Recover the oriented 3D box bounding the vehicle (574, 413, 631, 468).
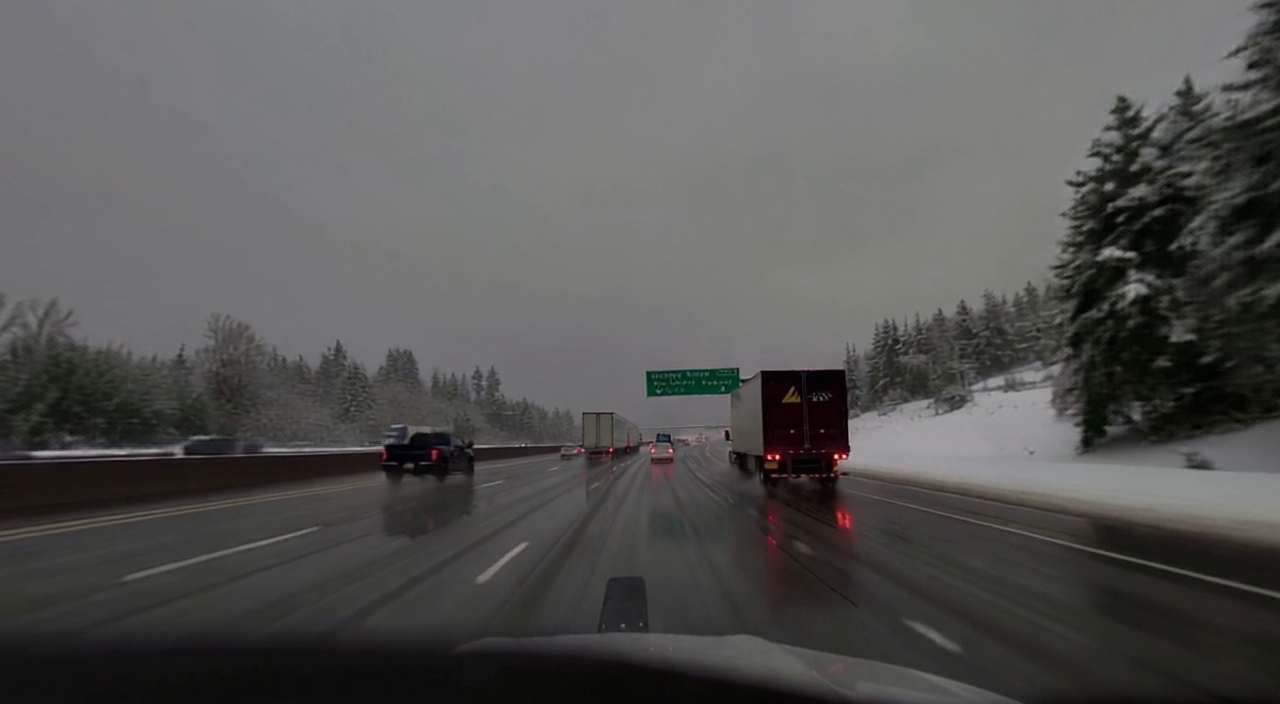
[{"bbox_3d":[-2.235,5.660,40.064,2.745,3.156,7.608,-1,-9,3],"label":"vehicle"}]

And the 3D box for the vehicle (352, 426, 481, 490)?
[{"bbox_3d":[-7.155,3.484,20.977,2.272,1.850,5.156,0,-9,2],"label":"vehicle"}]

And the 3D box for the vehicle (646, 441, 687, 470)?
[{"bbox_3d":[1.427,5.645,34.562,2.105,1.502,4.068,0,-9,2],"label":"vehicle"}]

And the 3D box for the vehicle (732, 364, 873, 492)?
[{"bbox_3d":[4.982,2.632,21.104,2.895,3.484,7.631,0,-9,2],"label":"vehicle"}]

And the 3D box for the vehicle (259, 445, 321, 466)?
[{"bbox_3d":[-27.088,8.005,48.979,1.901,1.466,4.771,0,-9,2],"label":"vehicle"}]

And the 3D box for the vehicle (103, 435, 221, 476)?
[{"bbox_3d":[-23.542,5.099,31.350,1.985,1.871,4.730,0,-9,2],"label":"vehicle"}]
